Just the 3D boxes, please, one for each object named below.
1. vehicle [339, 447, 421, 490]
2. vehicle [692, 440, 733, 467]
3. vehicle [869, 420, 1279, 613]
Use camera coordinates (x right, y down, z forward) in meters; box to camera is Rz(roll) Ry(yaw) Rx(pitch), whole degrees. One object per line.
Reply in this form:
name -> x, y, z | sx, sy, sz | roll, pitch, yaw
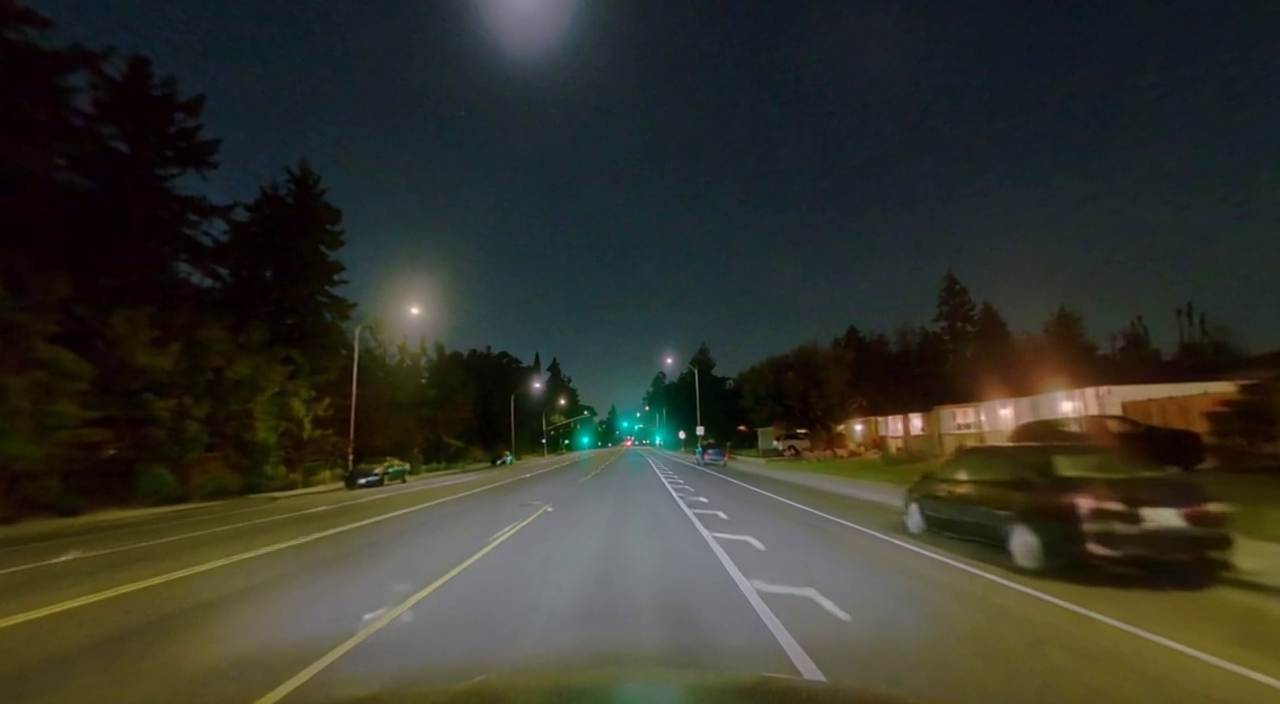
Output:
vehicle -> -12.478, 5.580, 30.679 | 2.034, 1.646, 4.808 | -4, -7, -2
vehicle -> 4.374, 6.267, 38.854 | 2.000, 1.520, 4.943 | -1, -9, 0
vehicle -> 4.593, 1.707, 7.579 | 1.939, 1.561, 4.495 | 2, -8, -1
